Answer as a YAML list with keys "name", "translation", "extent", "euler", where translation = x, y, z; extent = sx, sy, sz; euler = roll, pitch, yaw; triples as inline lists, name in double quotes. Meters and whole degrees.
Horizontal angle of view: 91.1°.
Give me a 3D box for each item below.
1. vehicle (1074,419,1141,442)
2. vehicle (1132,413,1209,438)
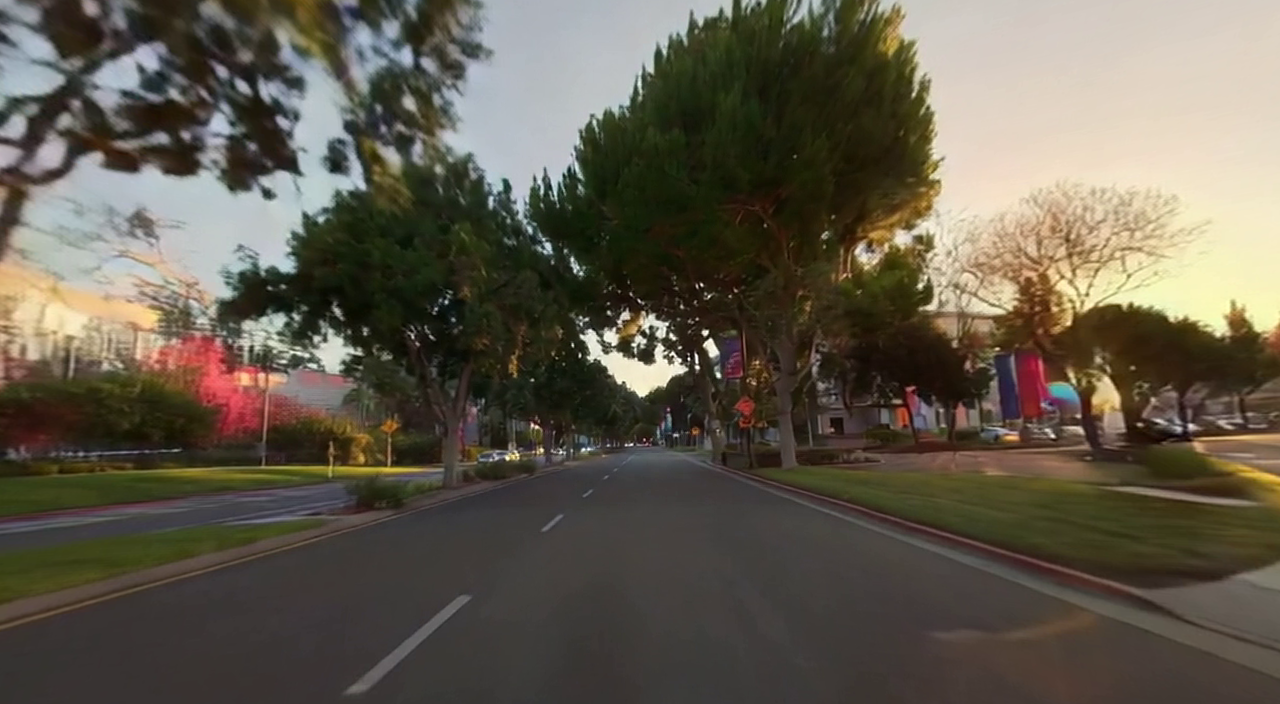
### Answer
- name: "vehicle"
  translation: [33.942, 5.730, 45.718]
  extent: [1.866, 1.550, 3.927]
  euler: [-1, -8, 2]
- name: "vehicle"
  translation: [39.302, 5.488, 46.631]
  extent: [1.945, 1.690, 4.317]
  euler: [-1, -8, 1]
